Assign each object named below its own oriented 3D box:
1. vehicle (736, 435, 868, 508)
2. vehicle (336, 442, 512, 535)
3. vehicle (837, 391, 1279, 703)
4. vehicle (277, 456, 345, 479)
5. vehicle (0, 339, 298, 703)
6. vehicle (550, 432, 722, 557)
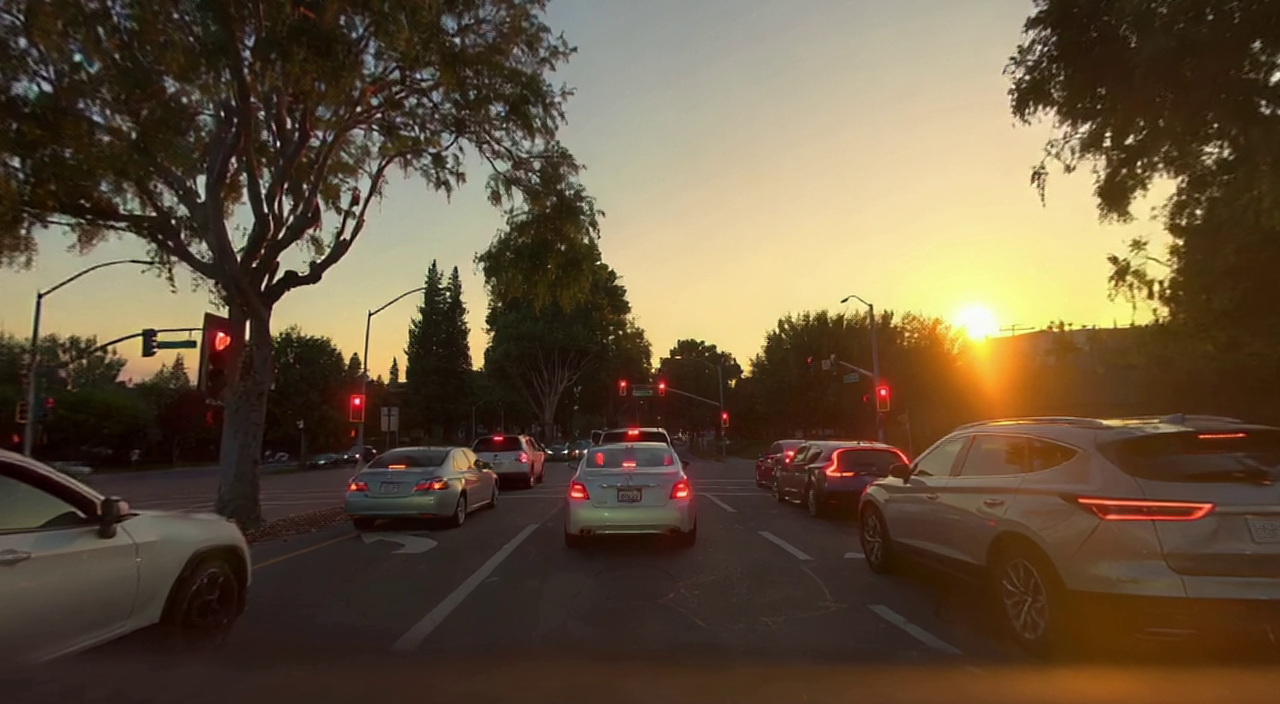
[{"bbox_3d":[3.667,2.779,15.242,1.922,1.472,4.440,0,-8,-1],"label":"vehicle"},{"bbox_3d":[-3.907,2.511,12.337,1.919,1.459,4.371,0,-8,-1],"label":"vehicle"},{"bbox_3d":[3.405,1.309,5.422,1.933,1.564,4.600,0,-8,0],"label":"vehicle"},{"bbox_3d":[-25.275,8.865,48.631,4.310,1.674,1.937,-2,-9,12],"label":"vehicle"},{"bbox_3d":[-3.641,0.836,2.551,2.047,1.764,4.369,0,-8,0],"label":"vehicle"},{"bbox_3d":[-0.061,2.003,9.595,2.061,1.470,3.970,0,-8,0],"label":"vehicle"}]
